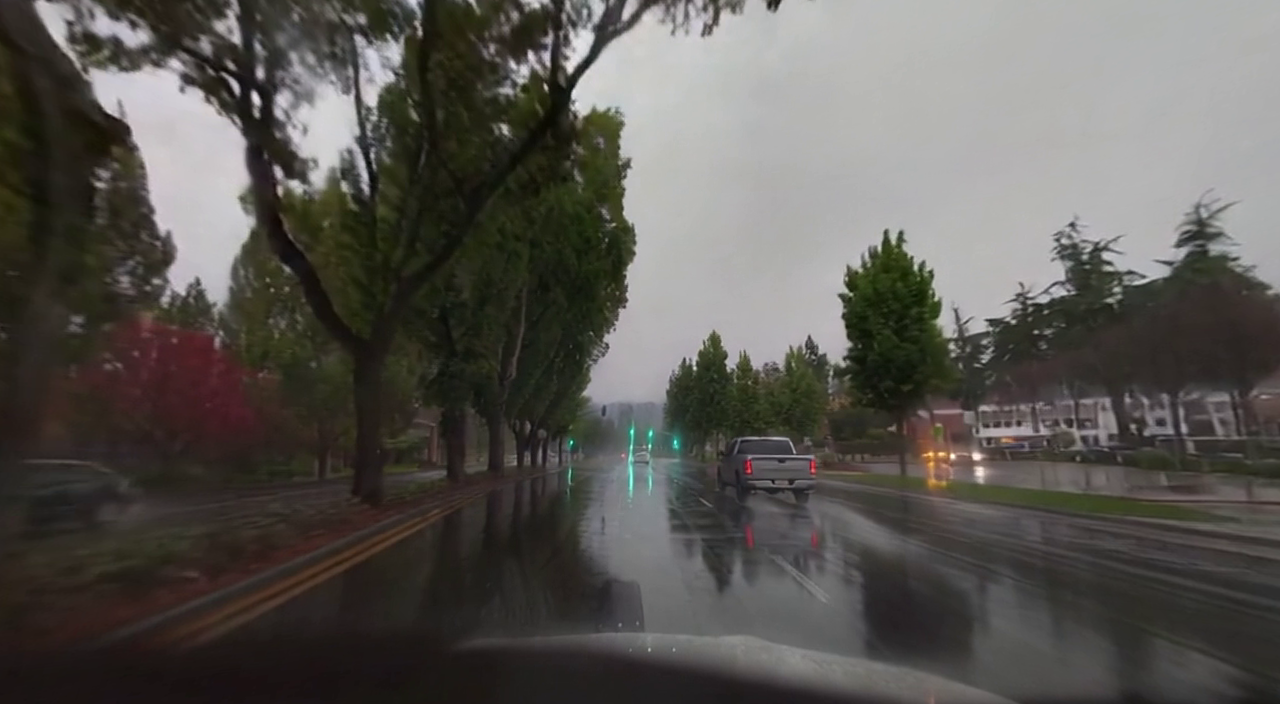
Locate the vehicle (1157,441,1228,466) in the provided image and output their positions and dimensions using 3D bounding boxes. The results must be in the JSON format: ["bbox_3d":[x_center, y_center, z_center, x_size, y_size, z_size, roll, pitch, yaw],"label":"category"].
[{"bbox_3d":[38.517,7.094,44.189,1.992,1.630,4.326,-2,-9,16],"label":"vehicle"}]

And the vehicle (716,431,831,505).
[{"bbox_3d":[3.696,3.331,18.642,2.138,1.836,5.245,0,-9,-1],"label":"vehicle"}]

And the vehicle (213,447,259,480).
[{"bbox_3d":[-30.478,8.422,47.740,2.165,2.265,2.041,-2,-10,-7],"label":"vehicle"}]

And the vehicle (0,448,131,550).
[{"bbox_3d":[-12.564,2.704,11.751,2.126,1.800,4.925,0,-9,-2],"label":"vehicle"}]
